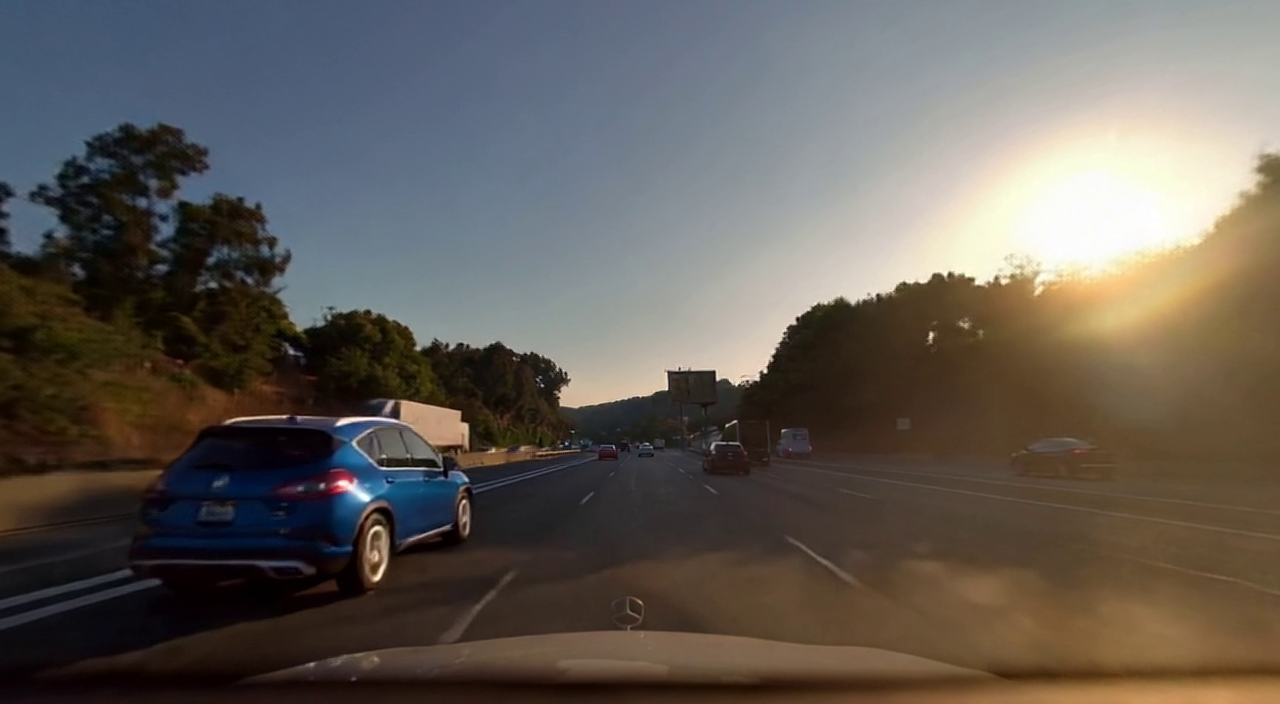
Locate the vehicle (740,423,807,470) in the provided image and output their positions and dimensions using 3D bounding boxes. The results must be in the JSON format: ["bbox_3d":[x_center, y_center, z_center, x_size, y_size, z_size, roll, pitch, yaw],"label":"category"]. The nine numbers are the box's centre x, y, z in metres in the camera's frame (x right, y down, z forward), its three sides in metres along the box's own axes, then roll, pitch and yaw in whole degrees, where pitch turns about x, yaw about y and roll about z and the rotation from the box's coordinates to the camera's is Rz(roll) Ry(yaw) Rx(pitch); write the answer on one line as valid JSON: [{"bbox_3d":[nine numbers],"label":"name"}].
[{"bbox_3d":[7.942,5.736,38.126,2.729,2.628,4.875,0,-9,-2],"label":"vehicle"}]

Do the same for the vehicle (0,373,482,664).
[{"bbox_3d":[-3.469,1.403,6.535,2.218,1.764,5.229,0,-9,1],"label":"vehicle"}]

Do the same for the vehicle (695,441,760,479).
[{"bbox_3d":[3.701,4.658,27.459,2.080,1.493,4.674,0,-9,-1],"label":"vehicle"}]

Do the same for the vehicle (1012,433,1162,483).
[{"bbox_3d":[19.487,4.657,27.997,2.221,1.995,5.803,0,-9,-2],"label":"vehicle"}]
